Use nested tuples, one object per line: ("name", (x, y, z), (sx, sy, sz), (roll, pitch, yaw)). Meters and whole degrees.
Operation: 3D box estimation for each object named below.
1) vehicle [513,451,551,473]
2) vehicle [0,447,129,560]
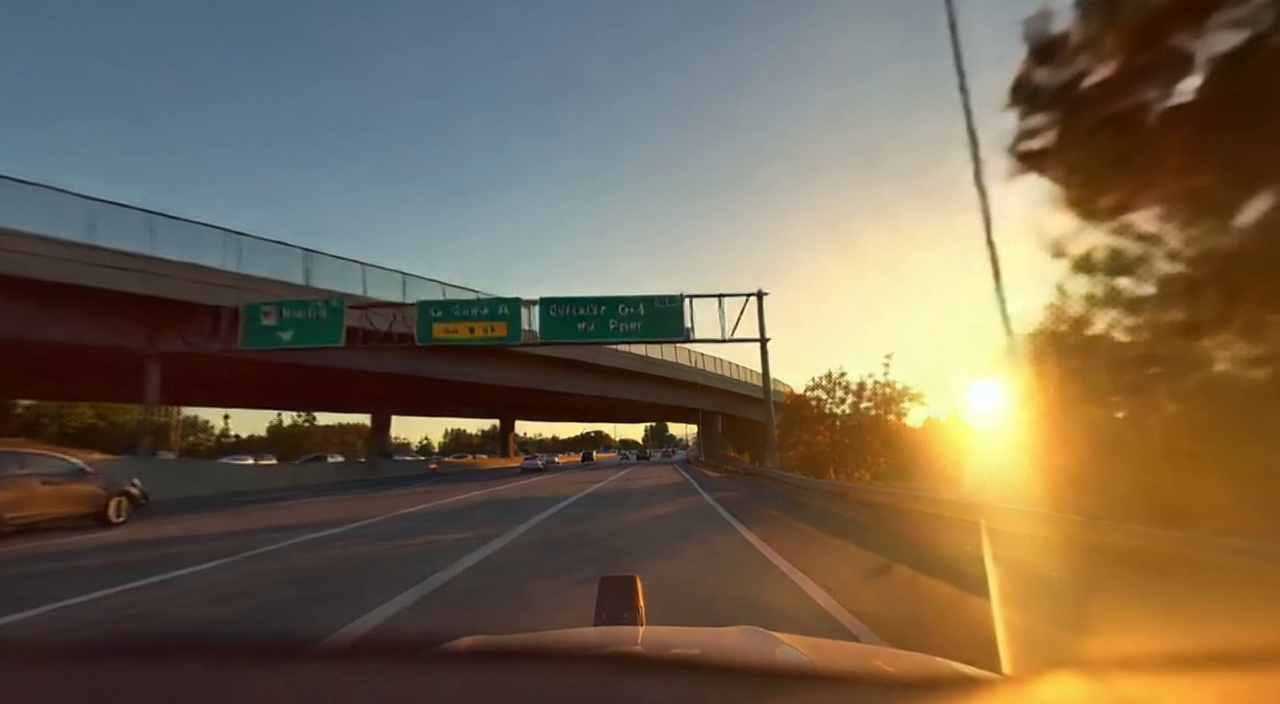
("vehicle", (-7.876, 8.065, 46.454), (2.271, 1.537, 4.029), (-1, -9, -2))
("vehicle", (-9.640, 2.067, 8.540), (1.829, 1.520, 4.505), (-1, -9, -3))
